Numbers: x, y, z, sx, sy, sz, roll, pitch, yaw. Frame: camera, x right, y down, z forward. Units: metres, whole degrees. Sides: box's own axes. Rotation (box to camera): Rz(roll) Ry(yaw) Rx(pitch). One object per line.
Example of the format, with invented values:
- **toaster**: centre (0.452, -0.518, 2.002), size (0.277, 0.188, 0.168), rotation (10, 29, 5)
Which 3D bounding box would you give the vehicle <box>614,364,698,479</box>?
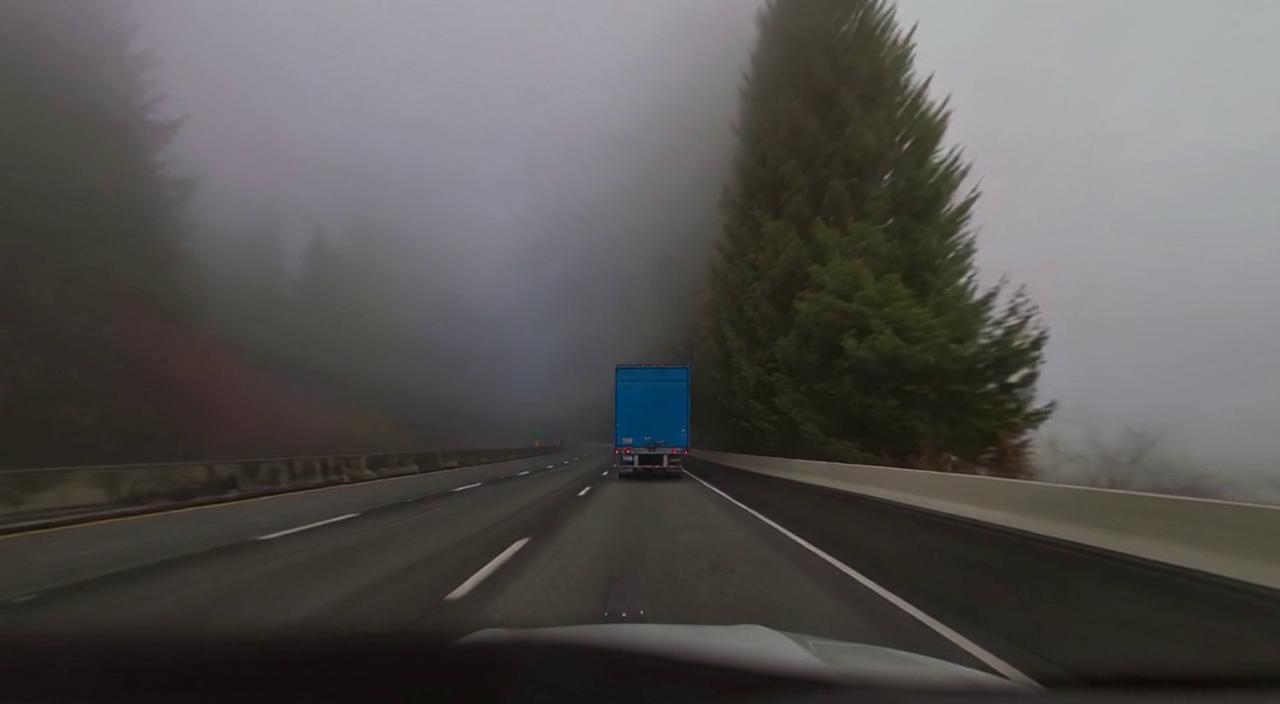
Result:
- **vehicle**: centre (0.492, 3.169, 27.003), size (2.898, 3.973, 10.063), rotation (0, -9, -1)
